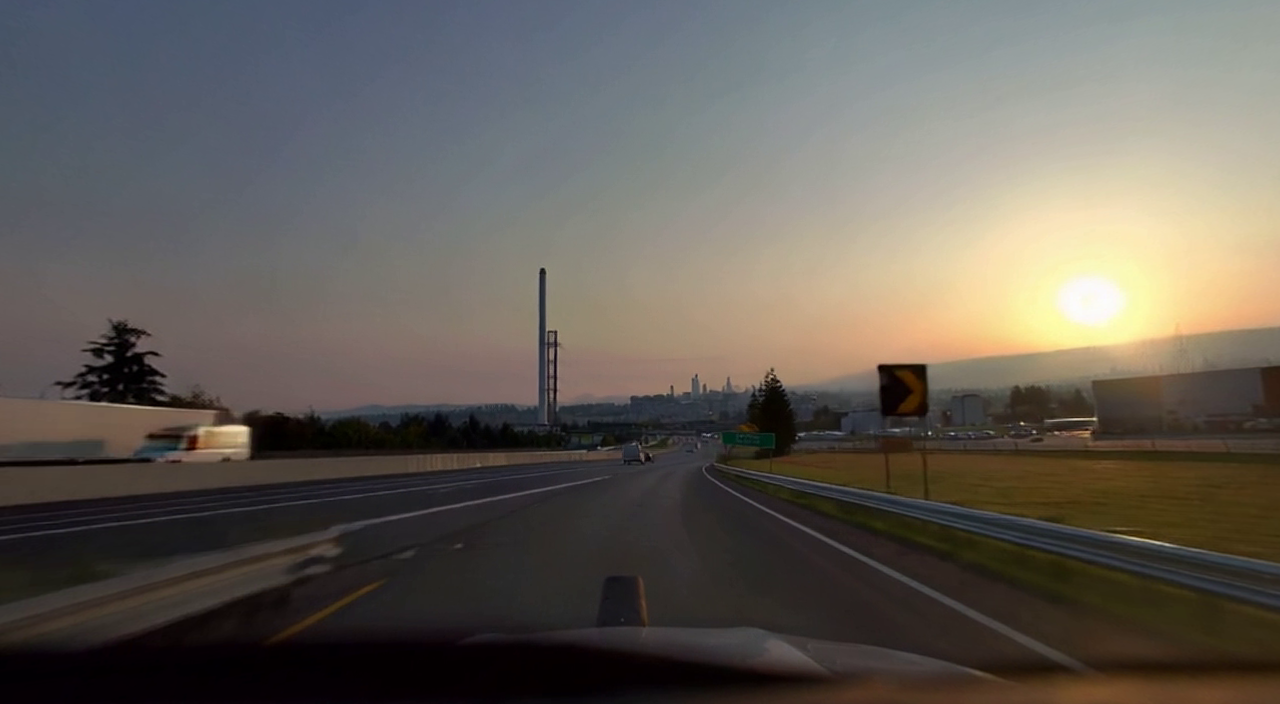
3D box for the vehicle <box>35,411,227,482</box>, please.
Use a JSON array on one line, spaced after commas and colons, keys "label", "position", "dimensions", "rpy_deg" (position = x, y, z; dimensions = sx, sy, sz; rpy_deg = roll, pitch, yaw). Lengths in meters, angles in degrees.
[{"label": "vehicle", "position": [-24.404, 4.665, 30.880], "dimensions": [2.744, 3.031, 7.113], "rpy_deg": [-1, -9, 8]}]
